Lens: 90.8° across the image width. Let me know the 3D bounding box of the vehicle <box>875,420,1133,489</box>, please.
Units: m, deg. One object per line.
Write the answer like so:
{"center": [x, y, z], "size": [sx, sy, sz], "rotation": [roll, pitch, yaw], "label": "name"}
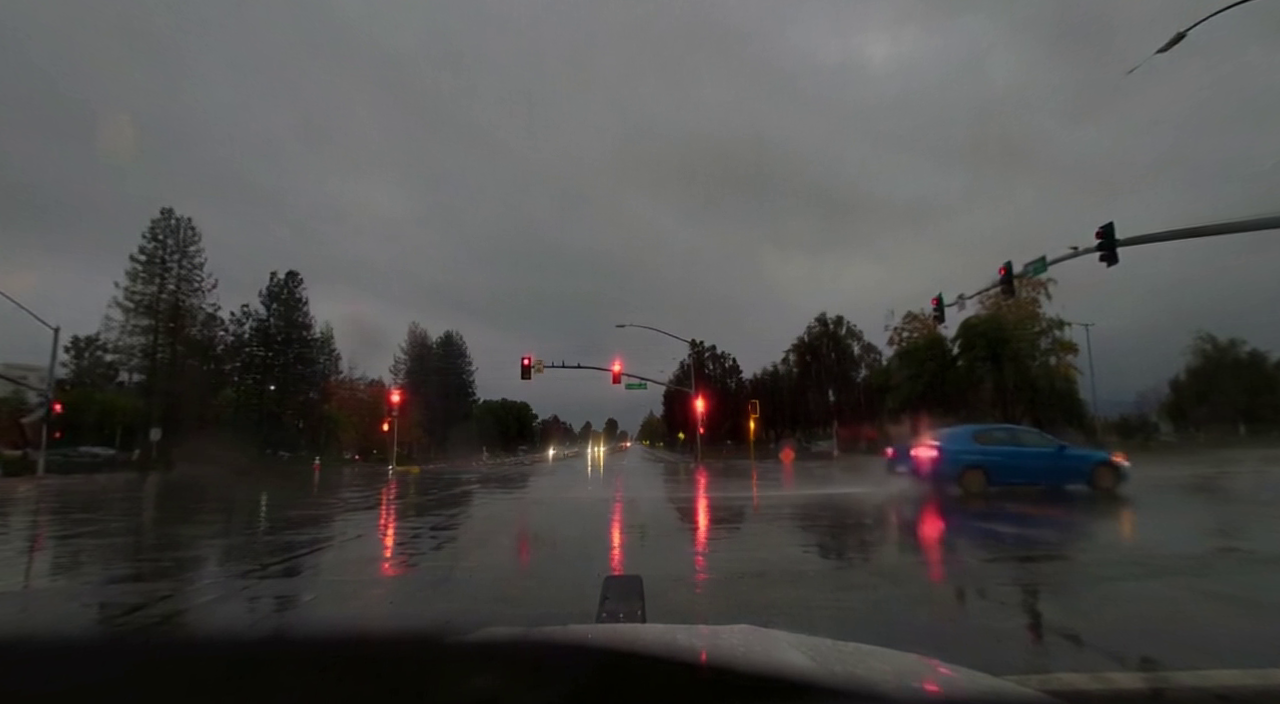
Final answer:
{"center": [8.142, 2.326, 14.449], "size": [4.736, 1.445, 1.933], "rotation": [0, -8, -3], "label": "vehicle"}
